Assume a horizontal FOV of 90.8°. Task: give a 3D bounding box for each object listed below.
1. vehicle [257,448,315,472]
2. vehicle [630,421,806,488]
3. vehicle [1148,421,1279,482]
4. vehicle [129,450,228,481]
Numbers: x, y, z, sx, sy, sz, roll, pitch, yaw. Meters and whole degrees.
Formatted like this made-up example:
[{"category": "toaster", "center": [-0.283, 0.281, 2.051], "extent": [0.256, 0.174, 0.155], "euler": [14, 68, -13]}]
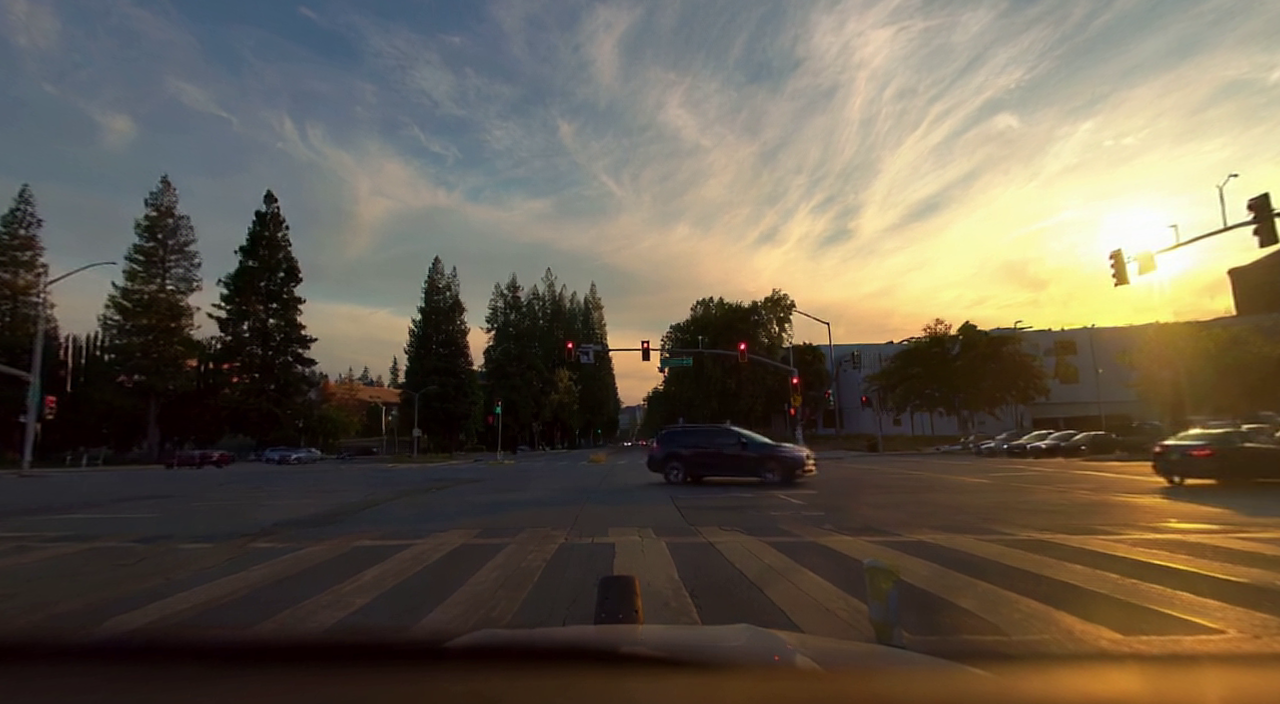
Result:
[{"category": "vehicle", "center": [-26.289, 8.021, 47.102], "extent": [1.889, 1.662, 4.319], "euler": [0, -9, -1]}, {"category": "vehicle", "center": [2.549, 3.366, 20.982], "extent": [5.310, 1.972, 2.223], "euler": [-4, -9, 26]}, {"category": "vehicle", "center": [17.850, 2.914, 18.626], "extent": [4.180, 1.678, 1.982], "euler": [1, -9, -7]}, {"category": "vehicle", "center": [-26.864, 6.595, 37.016], "extent": [2.135, 1.637, 4.582], "euler": [-1, -9, 4]}]
